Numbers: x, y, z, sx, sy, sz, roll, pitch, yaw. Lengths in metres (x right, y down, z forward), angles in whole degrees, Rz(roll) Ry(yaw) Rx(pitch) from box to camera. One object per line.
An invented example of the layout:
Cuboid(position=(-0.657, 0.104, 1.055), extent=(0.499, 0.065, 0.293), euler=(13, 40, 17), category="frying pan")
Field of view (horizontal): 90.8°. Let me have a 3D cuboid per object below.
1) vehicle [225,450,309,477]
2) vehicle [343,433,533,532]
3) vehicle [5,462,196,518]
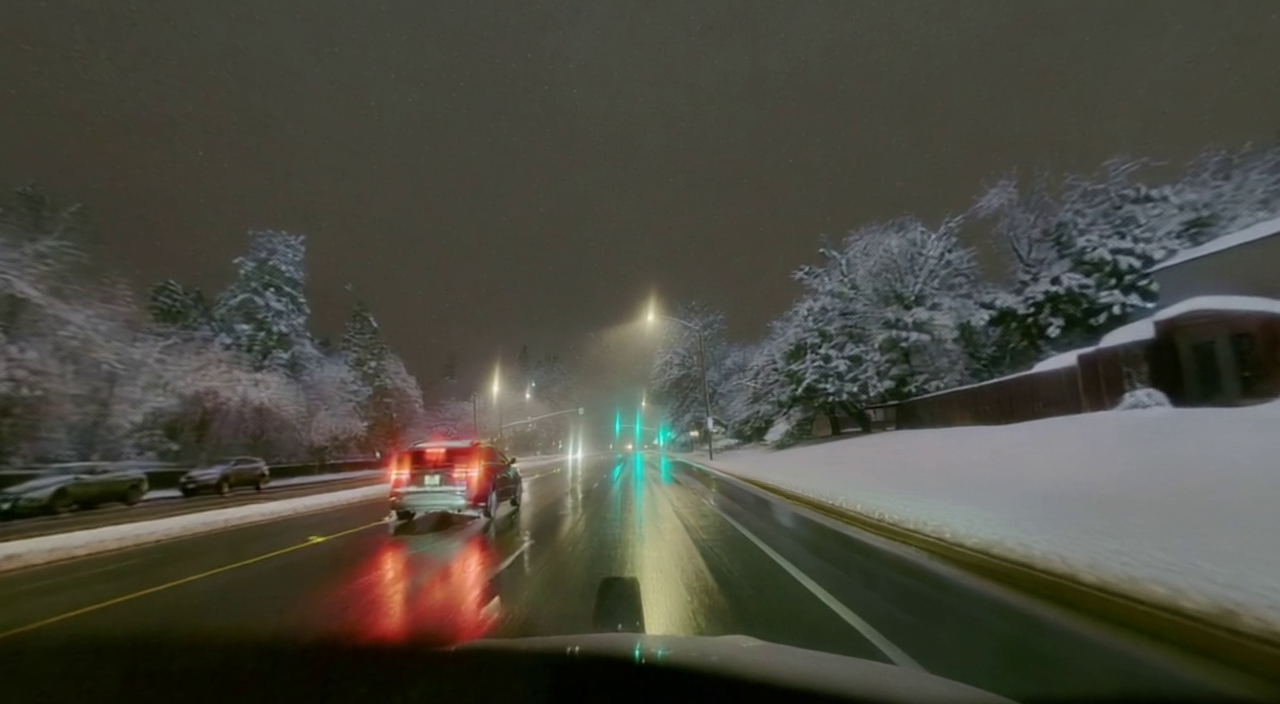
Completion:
Cuboid(position=(-25.636, 7.649, 43.509), extent=(4.444, 1.801, 2.058), euler=(0, -8, -2), category="vehicle")
Cuboid(position=(-3.491, 2.353, 12.107), extent=(2.020, 1.478, 4.890), euler=(0, -8, 0), category="vehicle")
Cuboid(position=(-17.499, 4.462, 20.924), extent=(2.101, 1.503, 4.778), euler=(0, -8, 0), category="vehicle")
